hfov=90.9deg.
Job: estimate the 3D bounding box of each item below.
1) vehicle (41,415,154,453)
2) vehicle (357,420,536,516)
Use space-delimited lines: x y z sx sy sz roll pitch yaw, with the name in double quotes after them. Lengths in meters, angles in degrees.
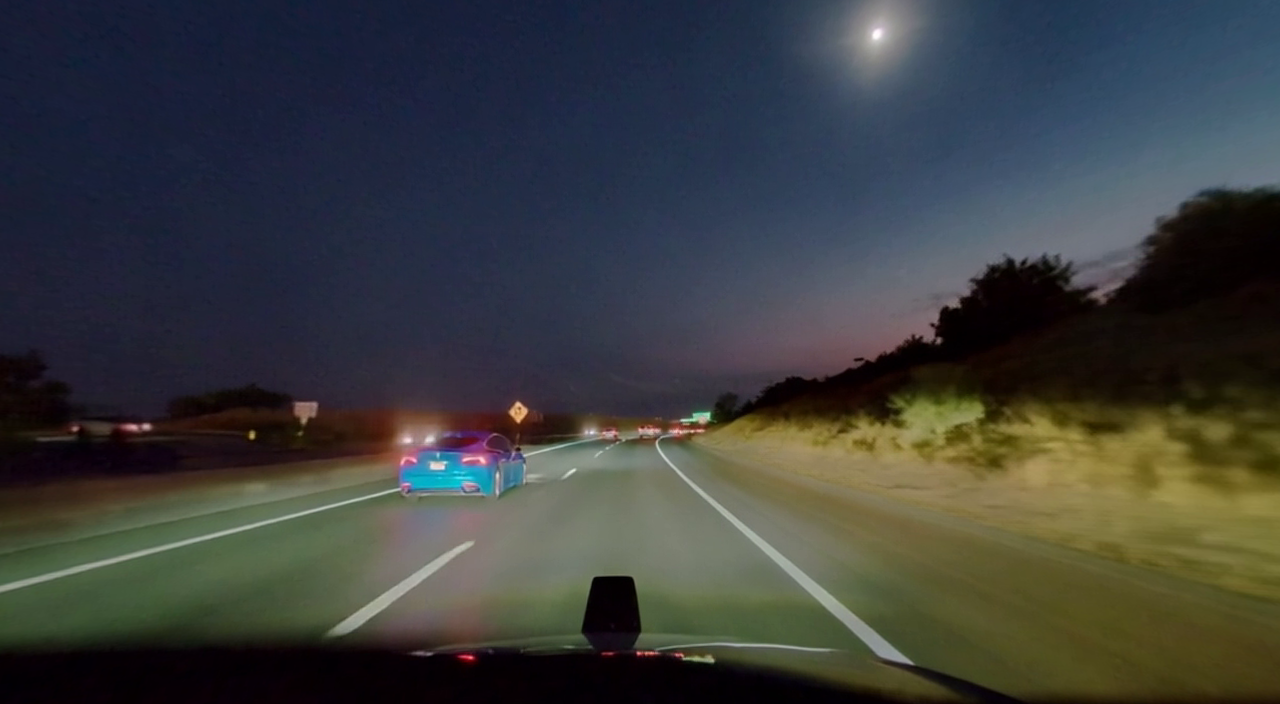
-27.252 4.118 31.703 4.288 1.842 1.943 -1 -8 12 "vehicle"
-3.558 2.212 12.643 2.108 1.555 4.574 0 -8 0 "vehicle"
